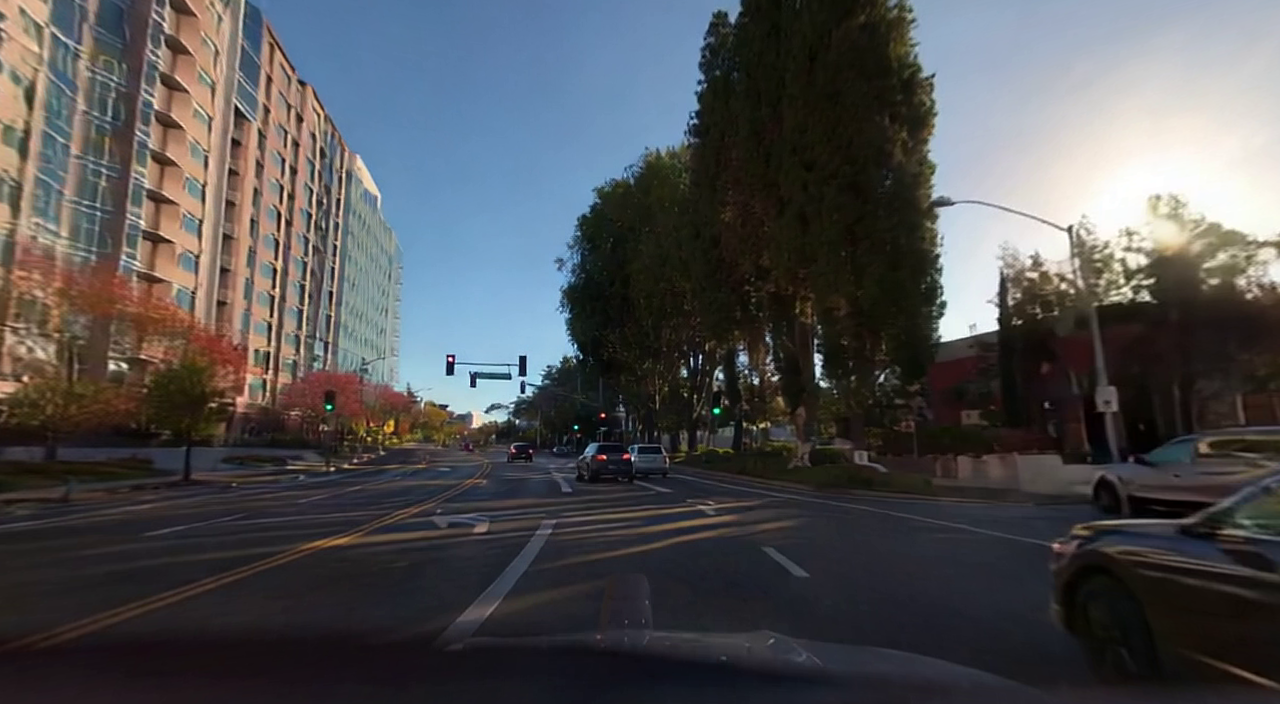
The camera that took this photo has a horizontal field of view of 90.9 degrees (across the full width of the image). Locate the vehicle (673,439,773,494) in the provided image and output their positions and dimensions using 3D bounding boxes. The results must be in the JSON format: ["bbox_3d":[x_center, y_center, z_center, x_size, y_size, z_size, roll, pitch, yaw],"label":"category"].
[{"bbox_3d":[2.412,3.485,19.621,1.984,1.476,4.488,1,-8,-8],"label":"vehicle"}]

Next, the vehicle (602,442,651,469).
[{"bbox_3d":[-0.882,6.048,37.150,1.957,1.463,4.701,2,-9,-13],"label":"vehicle"}]

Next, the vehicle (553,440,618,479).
[{"bbox_3d":[-2.484,4.634,27.594,2.308,1.535,4.811,2,-9,-11],"label":"vehicle"}]

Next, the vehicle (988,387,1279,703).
[{"bbox_3d":[3.203,0.778,1.507,2.280,1.472,4.426,0,-8,1],"label":"vehicle"}]

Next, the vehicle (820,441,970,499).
[{"bbox_3d":[7.087,3.301,18.147,1.903,1.432,4.514,1,-8,-8],"label":"vehicle"}]

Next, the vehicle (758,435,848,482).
[{"bbox_3d":[6.077,4.020,24.082,1.825,1.646,4.070,1,-9,-9],"label":"vehicle"}]
